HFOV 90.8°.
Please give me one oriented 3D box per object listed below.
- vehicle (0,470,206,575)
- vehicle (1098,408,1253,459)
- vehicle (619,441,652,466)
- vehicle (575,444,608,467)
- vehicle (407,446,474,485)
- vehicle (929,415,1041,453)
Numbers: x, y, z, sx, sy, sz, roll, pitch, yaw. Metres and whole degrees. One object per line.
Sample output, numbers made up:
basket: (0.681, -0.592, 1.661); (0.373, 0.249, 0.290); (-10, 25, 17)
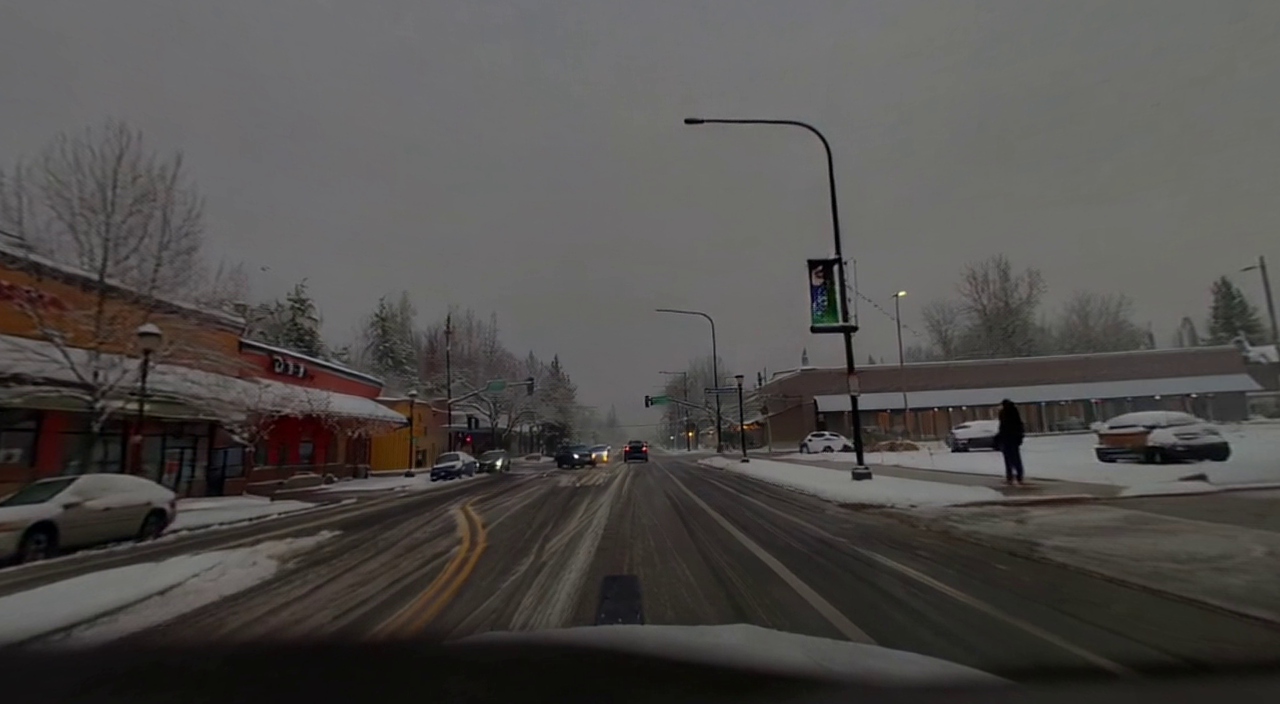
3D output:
vehicle: (-10.966, 3.130, 12.319); (1.828, 1.470, 4.523); (0, -8, -1)
vehicle: (17.048, 2.695, 20.459); (1.773, 1.446, 4.421); (-2, -9, 10)
vehicle: (-0.281, 6.866, 42.802); (2.105, 1.611, 3.750); (0, -8, 0)
vehicle: (-3.223, 6.950, 42.664); (1.987, 1.461, 4.228); (0, -8, -1)
vehicle: (-10.873, 6.183, 34.786); (2.033, 1.930, 4.786); (0, -8, 1)
vehicle: (16.745, 4.006, 30.854); (4.135, 1.753, 2.122); (0, -8, 1)
